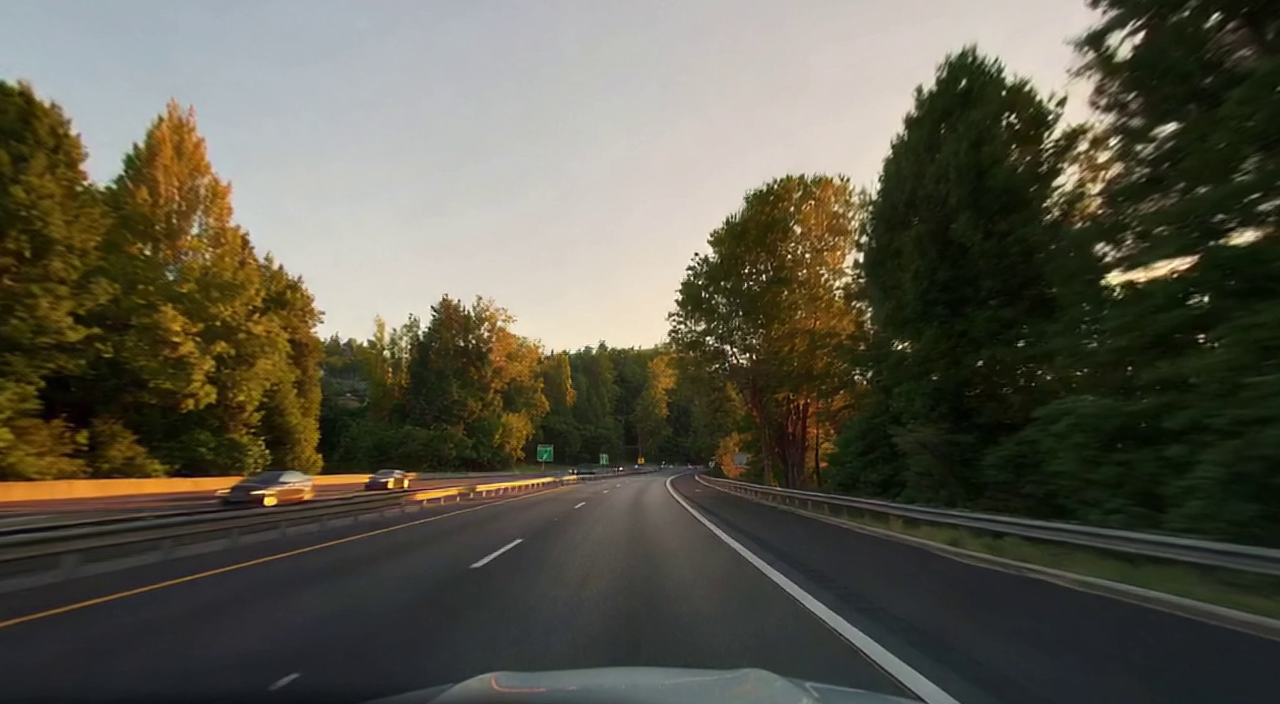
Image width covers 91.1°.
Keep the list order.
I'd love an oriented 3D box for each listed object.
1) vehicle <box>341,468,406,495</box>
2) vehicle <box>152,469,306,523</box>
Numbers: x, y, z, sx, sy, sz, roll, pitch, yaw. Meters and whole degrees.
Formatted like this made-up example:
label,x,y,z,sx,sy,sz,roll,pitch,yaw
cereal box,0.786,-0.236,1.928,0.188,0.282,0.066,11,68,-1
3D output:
label,x,y,z,sx,sy,sz,roll,pitch,yaw
vehicle,-16.099,7.809,38.182,1.895,1.476,4.539,1,-10,1
vehicle,-12.832,4.493,20.019,1.892,1.467,4.340,1,-10,1
